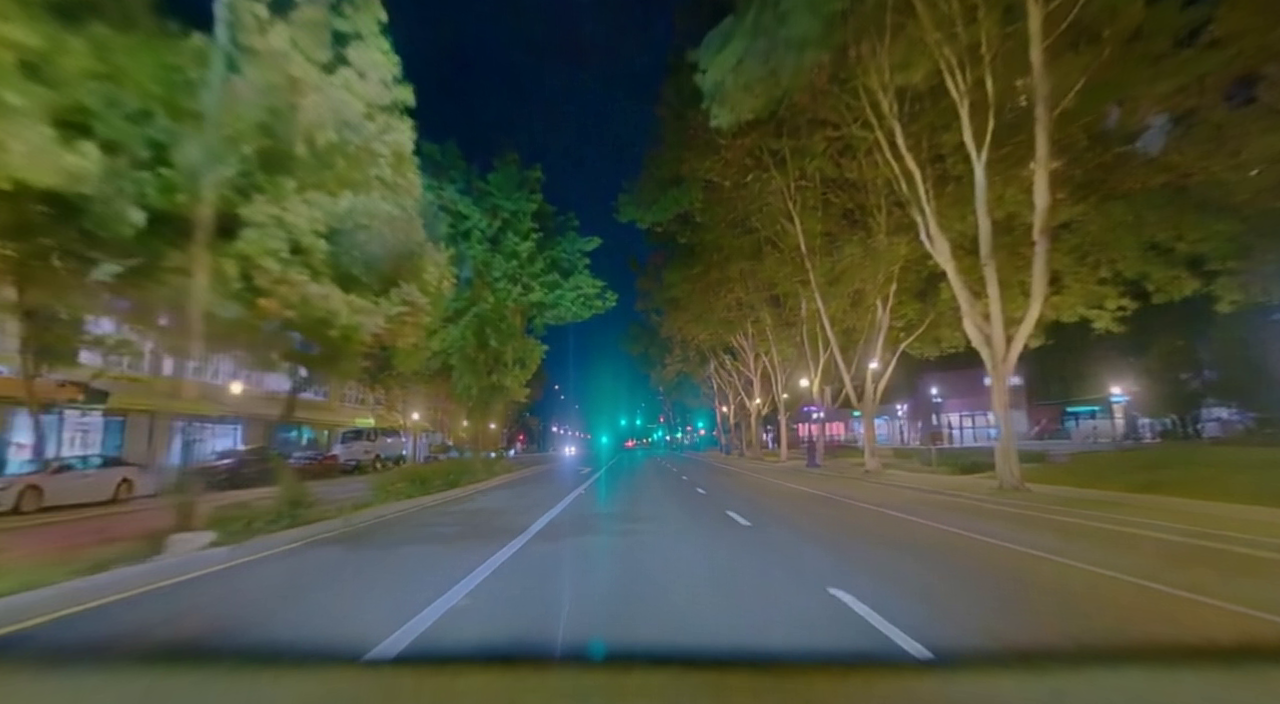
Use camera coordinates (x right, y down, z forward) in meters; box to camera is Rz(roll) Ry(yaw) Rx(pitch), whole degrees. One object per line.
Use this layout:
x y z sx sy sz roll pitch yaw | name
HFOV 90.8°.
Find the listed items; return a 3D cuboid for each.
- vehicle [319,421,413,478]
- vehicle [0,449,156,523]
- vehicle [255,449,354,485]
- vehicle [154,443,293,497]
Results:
-15.407 5.562 36.101 2.335 2.896 6.785 -1 -9 0 | vehicle
-15.442 3.372 16.490 1.892 1.624 4.645 0 -8 0 | vehicle
-15.470 5.287 29.511 1.929 1.471 4.919 0 -8 0 | vehicle
-15.398 4.351 23.806 1.989 1.747 5.019 -1 -8 -2 | vehicle
